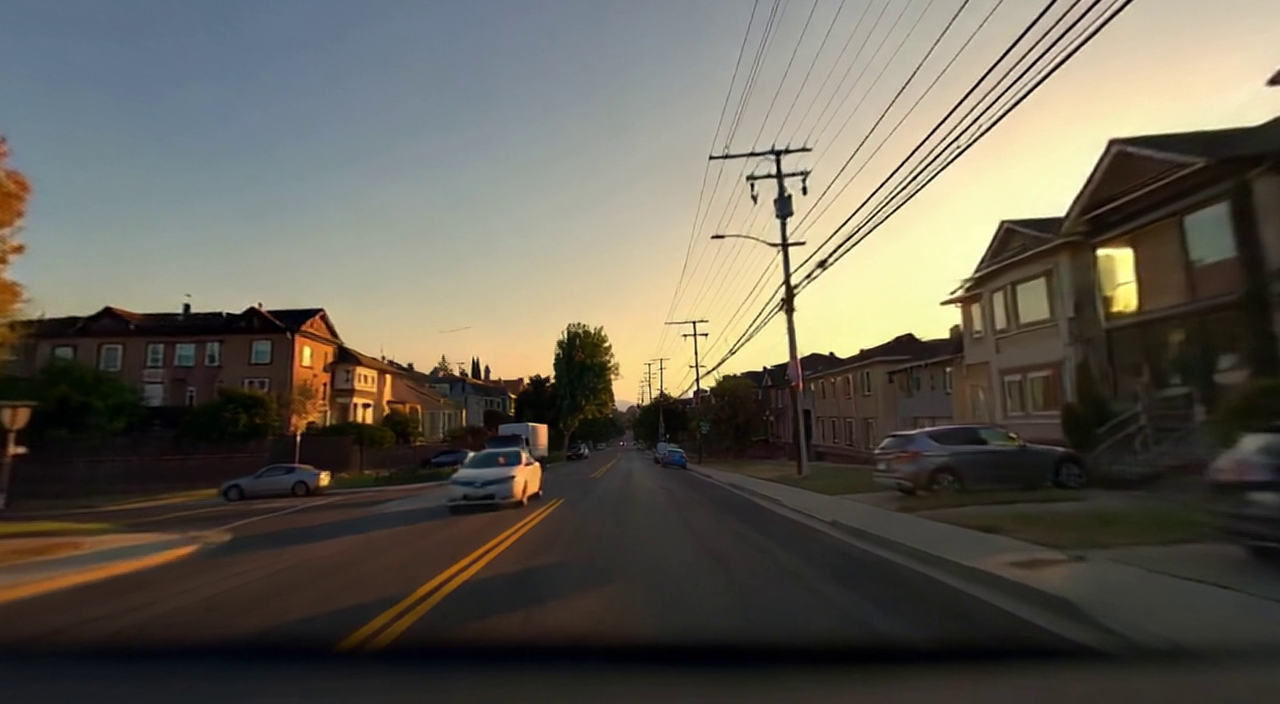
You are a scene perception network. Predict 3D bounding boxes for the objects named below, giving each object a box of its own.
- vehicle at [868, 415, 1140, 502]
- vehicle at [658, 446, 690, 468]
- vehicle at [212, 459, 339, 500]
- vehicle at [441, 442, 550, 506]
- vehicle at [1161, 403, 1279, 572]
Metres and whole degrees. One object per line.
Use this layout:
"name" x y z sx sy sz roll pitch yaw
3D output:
"vehicle" 8.025 2.394 14.348 4.836 1.806 2.121 0 -9 -1
"vehicle" 2.339 7.441 44.837 1.890 1.463 4.952 0 -9 -2
"vehicle" -15.443 5.400 26.961 4.204 1.626 1.874 1 -9 -6
"vehicle" -3.706 3.196 17.048 1.912 1.491 4.375 0 -9 0
"vehicle" 8.084 1.288 6.133 4.270 1.557 1.967 0 -9 -1
